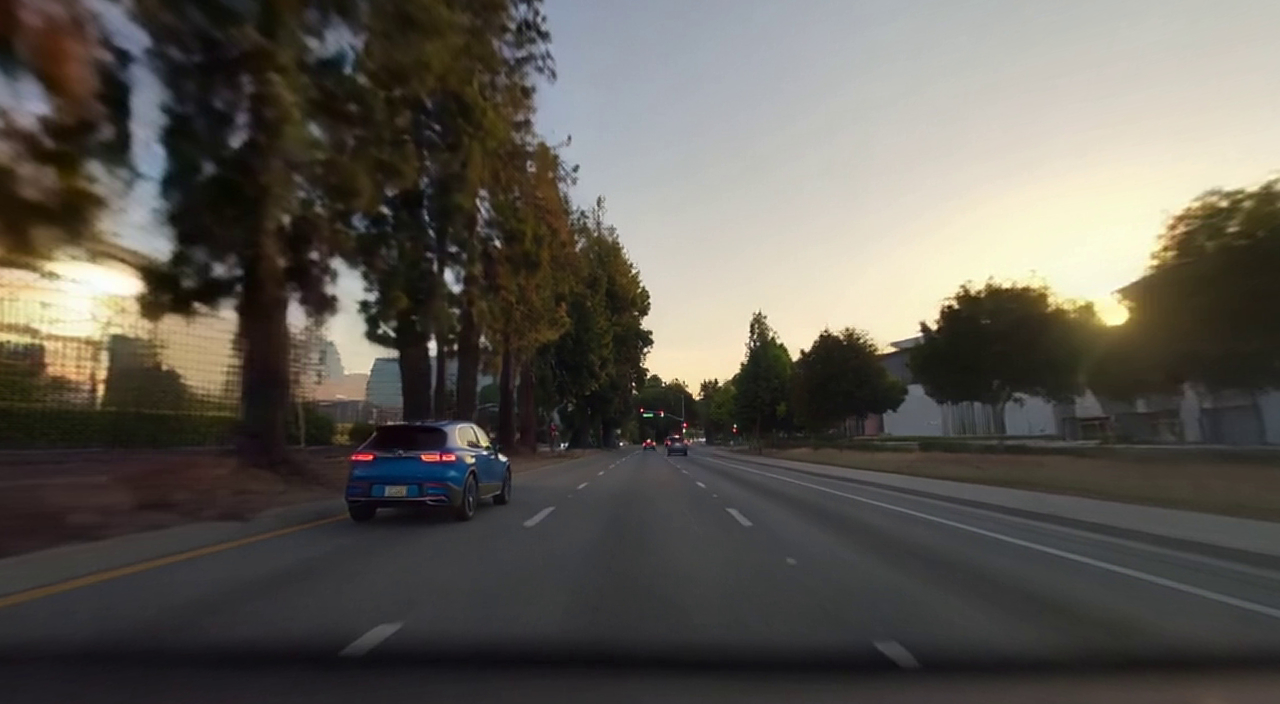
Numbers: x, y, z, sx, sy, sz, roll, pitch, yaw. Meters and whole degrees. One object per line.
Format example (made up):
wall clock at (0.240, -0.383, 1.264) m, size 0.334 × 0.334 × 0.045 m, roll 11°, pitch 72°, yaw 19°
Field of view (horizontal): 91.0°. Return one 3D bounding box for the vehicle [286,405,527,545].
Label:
vehicle at (-3.293, 1.838, 10.075) m, size 2.033 × 1.713 × 4.503 m, roll 0°, pitch -8°, yaw 1°
